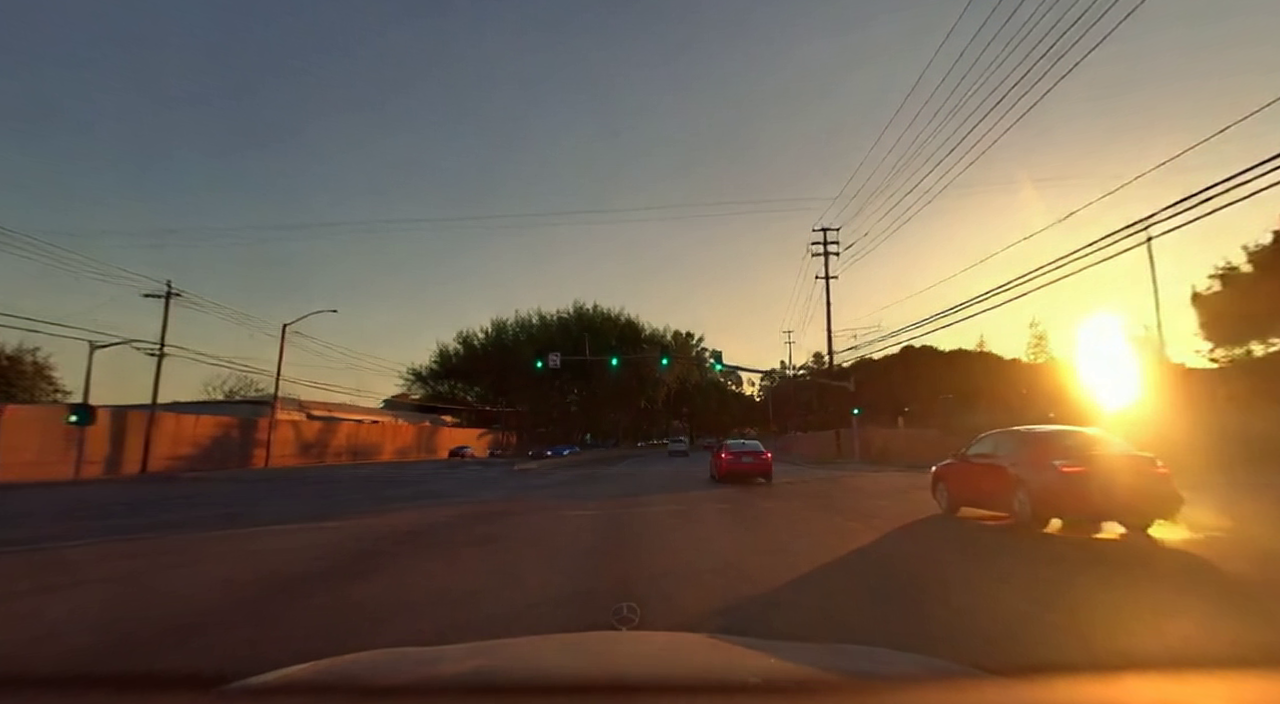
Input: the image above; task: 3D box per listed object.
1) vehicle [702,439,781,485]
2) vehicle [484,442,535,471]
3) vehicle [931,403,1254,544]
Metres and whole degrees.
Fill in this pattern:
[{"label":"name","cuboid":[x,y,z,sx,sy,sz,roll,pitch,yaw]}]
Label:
[{"label":"vehicle","cuboid":[3.428,3.802,22.224,2.035,1.460,4.392,0,-8,0]},{"label":"vehicle","cuboid":[-8.023,6.480,39.342,1.933,1.502,4.946,-3,-7,2]},{"label":"vehicle","cuboid":[6.886,1.886,10.424,2.029,1.795,4.371,0,-8,0]}]
